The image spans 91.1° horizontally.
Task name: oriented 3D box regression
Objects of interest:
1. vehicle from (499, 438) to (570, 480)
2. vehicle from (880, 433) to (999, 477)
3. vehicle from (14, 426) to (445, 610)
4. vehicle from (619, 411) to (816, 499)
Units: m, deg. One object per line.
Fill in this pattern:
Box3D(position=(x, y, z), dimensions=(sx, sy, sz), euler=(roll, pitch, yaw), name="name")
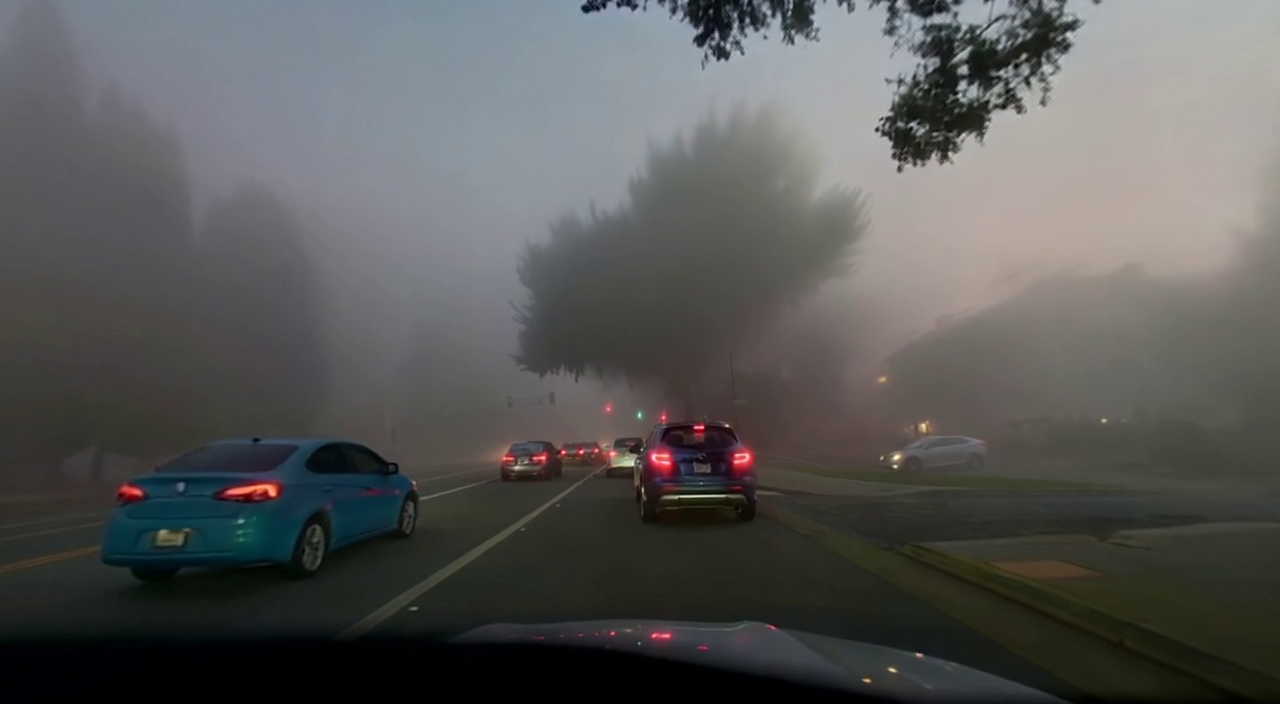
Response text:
Box3D(position=(-3.971, 4.088, 24.372), dimensions=(2.042, 1.470, 4.123), euler=(0, -8, 0), name="vehicle")
Box3D(position=(12.309, 4.258, 25.955), dimensions=(3.871, 1.525, 1.835), euler=(-3, -9, 0), name="vehicle")
Box3D(position=(-4.002, 1.659, 7.273), dimensions=(2.026, 1.466, 4.282), euler=(0, -8, 1), name="vehicle")
Box3D(position=(1.904, 2.629, 16.332), dimensions=(4.642, 1.955, 2.052), euler=(-6, -10, 37), name="vehicle")
